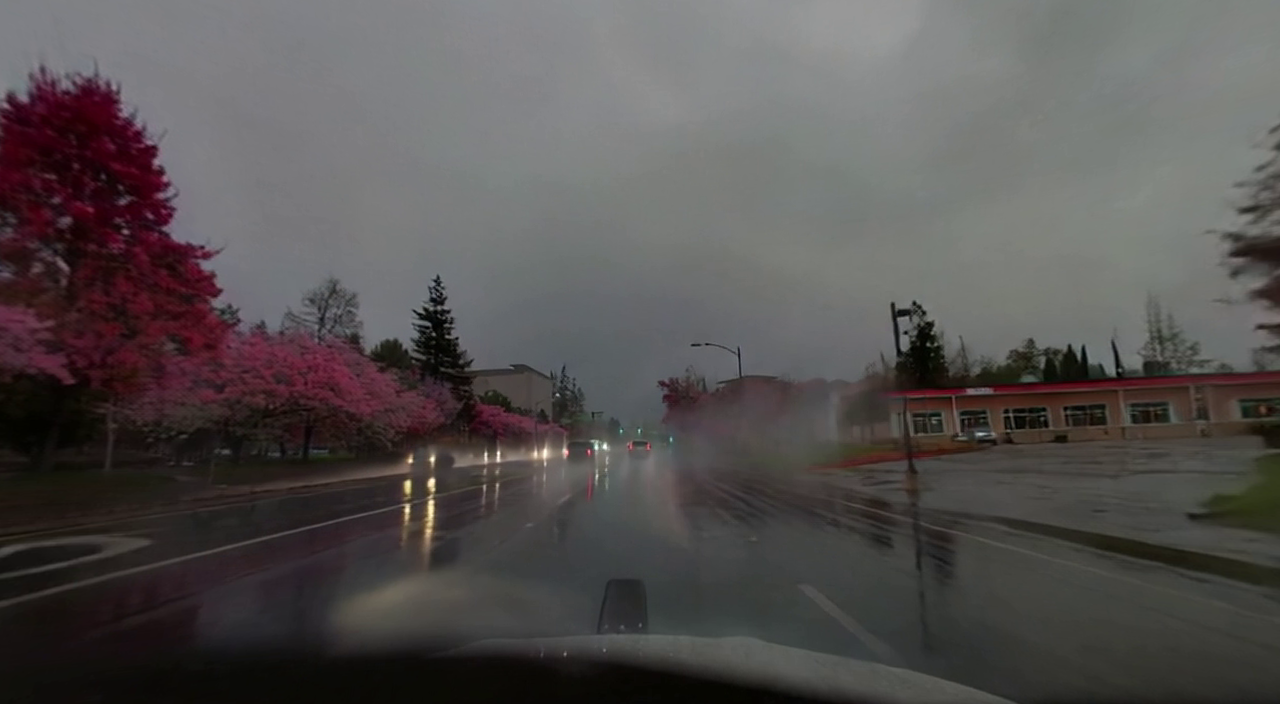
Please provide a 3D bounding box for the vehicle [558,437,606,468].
[{"bbox_3d":[-3.566,6.336,39.730,2.453,1.844,4.751,0,-8,2],"label":"vehicle"}]

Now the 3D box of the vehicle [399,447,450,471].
[{"bbox_3d":[-14.780,7.337,43.303,1.854,1.475,4.448,0,-8,1],"label":"vehicle"}]

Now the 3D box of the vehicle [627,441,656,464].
[{"bbox_3d":[0.122,7.813,49.174,2.149,1.701,4.379,0,-8,0],"label":"vehicle"}]
